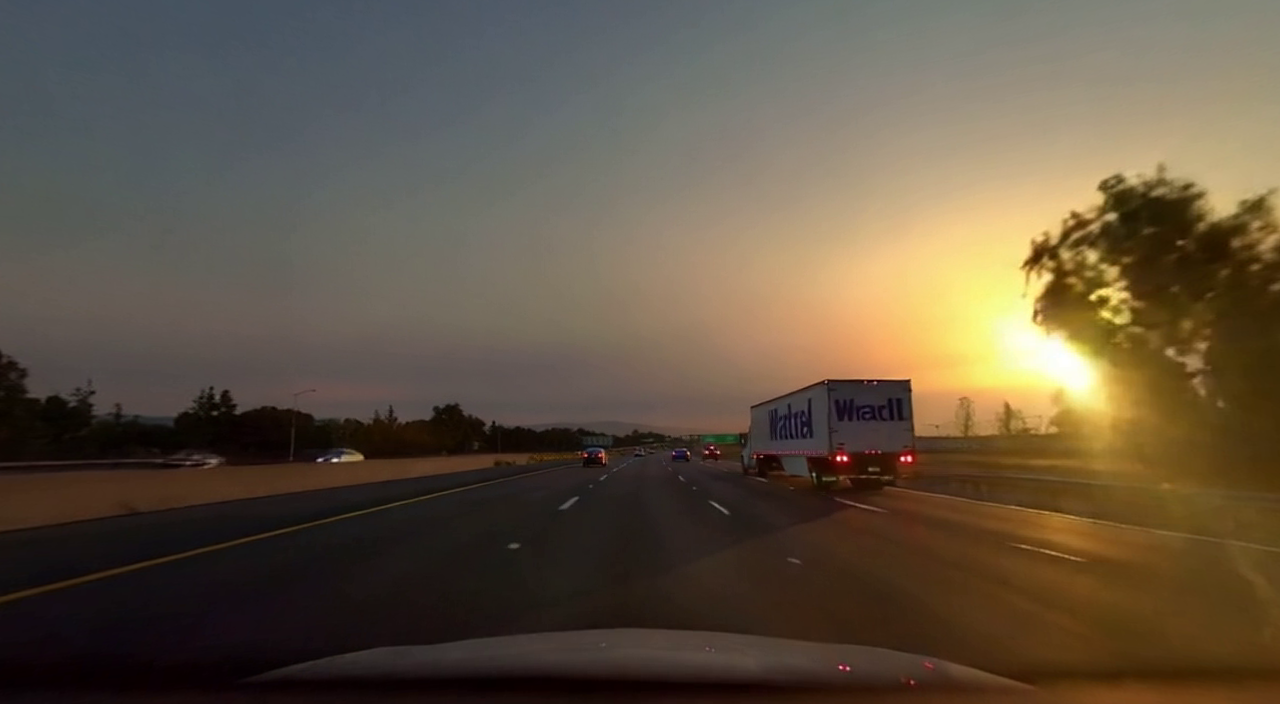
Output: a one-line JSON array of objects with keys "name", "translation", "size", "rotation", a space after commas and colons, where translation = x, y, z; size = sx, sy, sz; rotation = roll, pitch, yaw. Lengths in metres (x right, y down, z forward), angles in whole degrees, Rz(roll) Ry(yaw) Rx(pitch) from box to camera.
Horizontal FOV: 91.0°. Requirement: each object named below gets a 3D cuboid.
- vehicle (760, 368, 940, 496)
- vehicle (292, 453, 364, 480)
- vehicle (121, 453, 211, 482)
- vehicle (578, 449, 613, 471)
[{"name": "vehicle", "translation": [8.245, 3.741, 28.160], "size": [2.912, 4.143, 15.538], "rotation": [0, -9, 1]}, {"name": "vehicle", "translation": [-19.501, 7.164, 39.643], "size": [1.938, 1.563, 4.622], "rotation": [0, -9, 3]}, {"name": "vehicle", "translation": [-29.783, 7.234, 39.755], "size": [1.913, 1.662, 4.585], "rotation": [0, -9, 3]}, {"name": "vehicle", "translation": [-3.264, 7.951, 46.714], "size": [2.164, 1.507, 4.748], "rotation": [0, -9, 1]}]
